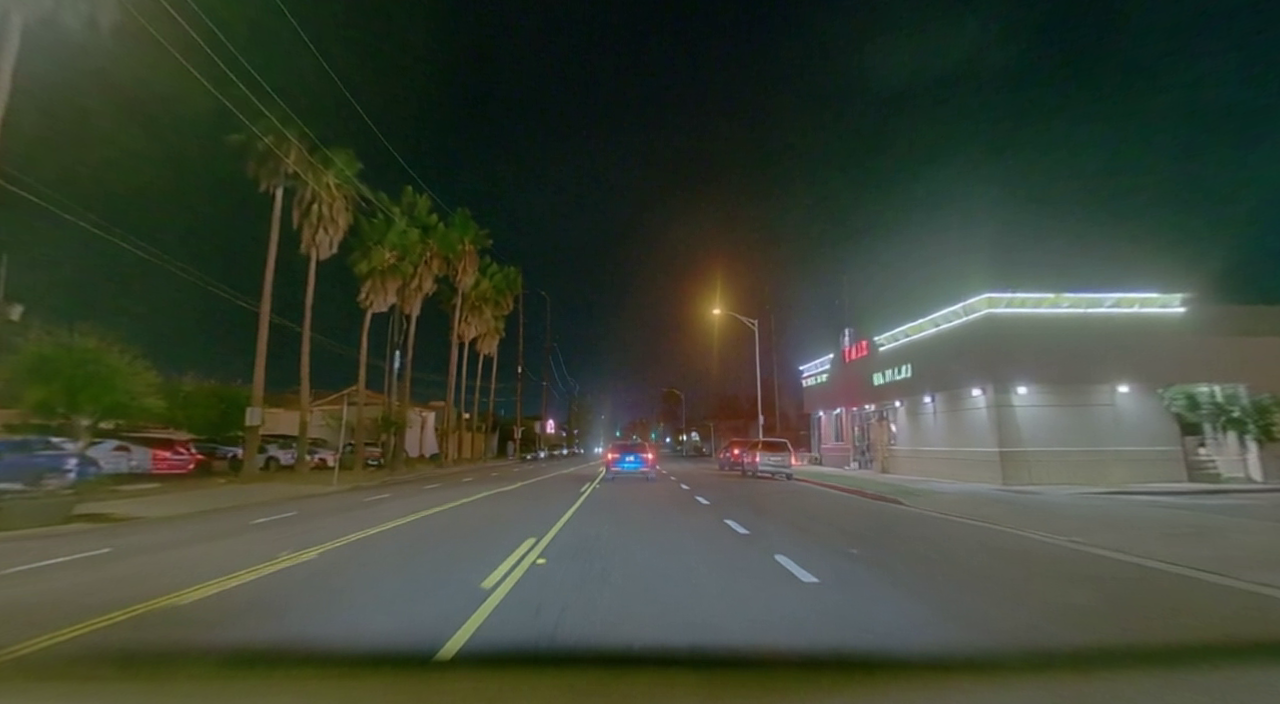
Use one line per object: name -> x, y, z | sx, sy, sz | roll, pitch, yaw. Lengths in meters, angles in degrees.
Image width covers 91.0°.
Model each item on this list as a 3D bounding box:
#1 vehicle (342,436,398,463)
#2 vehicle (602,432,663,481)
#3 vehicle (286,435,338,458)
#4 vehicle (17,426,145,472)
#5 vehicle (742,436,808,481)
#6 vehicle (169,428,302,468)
vehicle -> -17.715, 6.404, 41.514 | 2.084, 1.678, 4.707 | 1, -9, -7
vehicle -> -0.283, 4.213, 25.611 | 2.264, 1.798, 4.563 | 0, -8, 0
vehicle -> -23.003, 6.661, 44.291 | 1.829, 1.492, 4.487 | 1, -9, -8
vehicle -> -22.109, 3.859, 25.178 | 1.860, 1.656, 4.483 | 2, -9, -14
vehicle -> 5.878, 4.699, 27.991 | 1.945, 1.791, 4.460 | 0, -9, 0
vehicle -> -19.133, 4.543, 29.919 | 4.976, 1.741, 1.986 | 7, -11, -40
